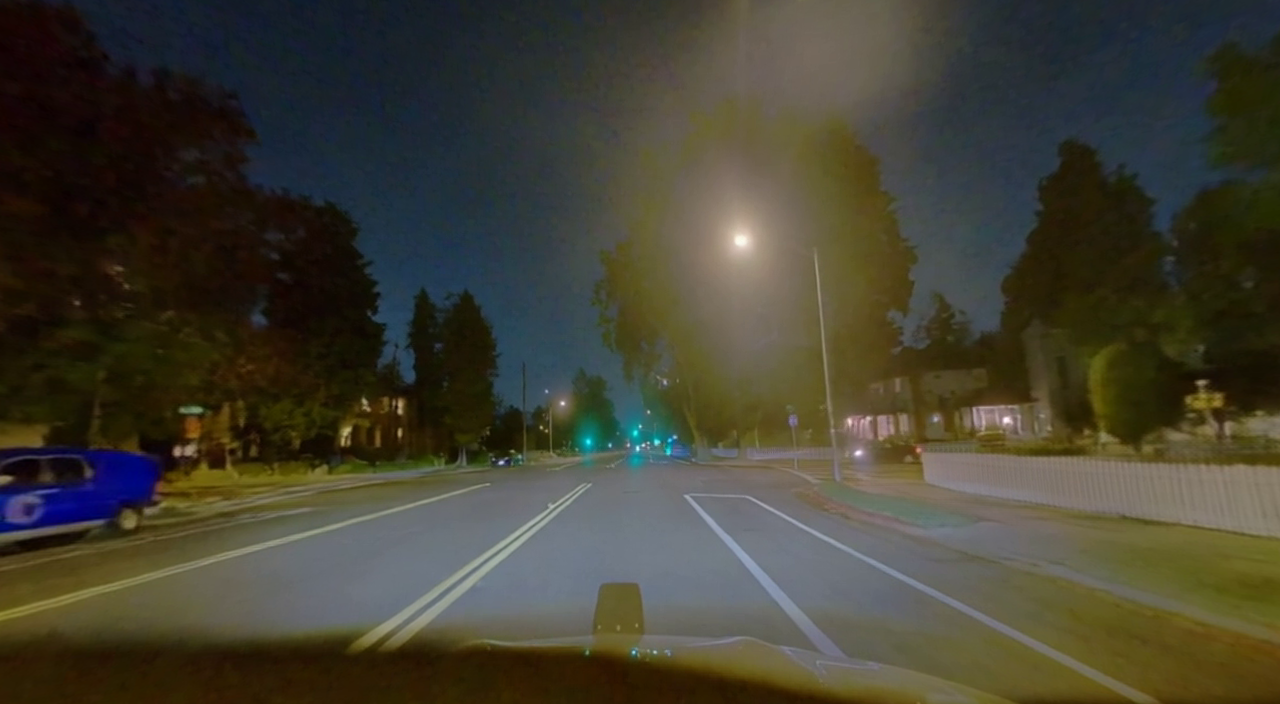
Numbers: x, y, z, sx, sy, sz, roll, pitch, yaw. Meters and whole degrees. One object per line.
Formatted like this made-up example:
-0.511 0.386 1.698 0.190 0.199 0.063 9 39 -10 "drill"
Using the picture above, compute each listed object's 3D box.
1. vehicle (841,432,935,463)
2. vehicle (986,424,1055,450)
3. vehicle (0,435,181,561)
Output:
14.312 5.538 36.650 4.635 1.706 1.954 0 -8 2 "vehicle"
26.956 6.096 44.958 2.000 1.773 4.469 -1 -9 -1 "vehicle"
-11.118 2.491 10.872 2.241 1.944 5.709 -4 -8 0 "vehicle"
